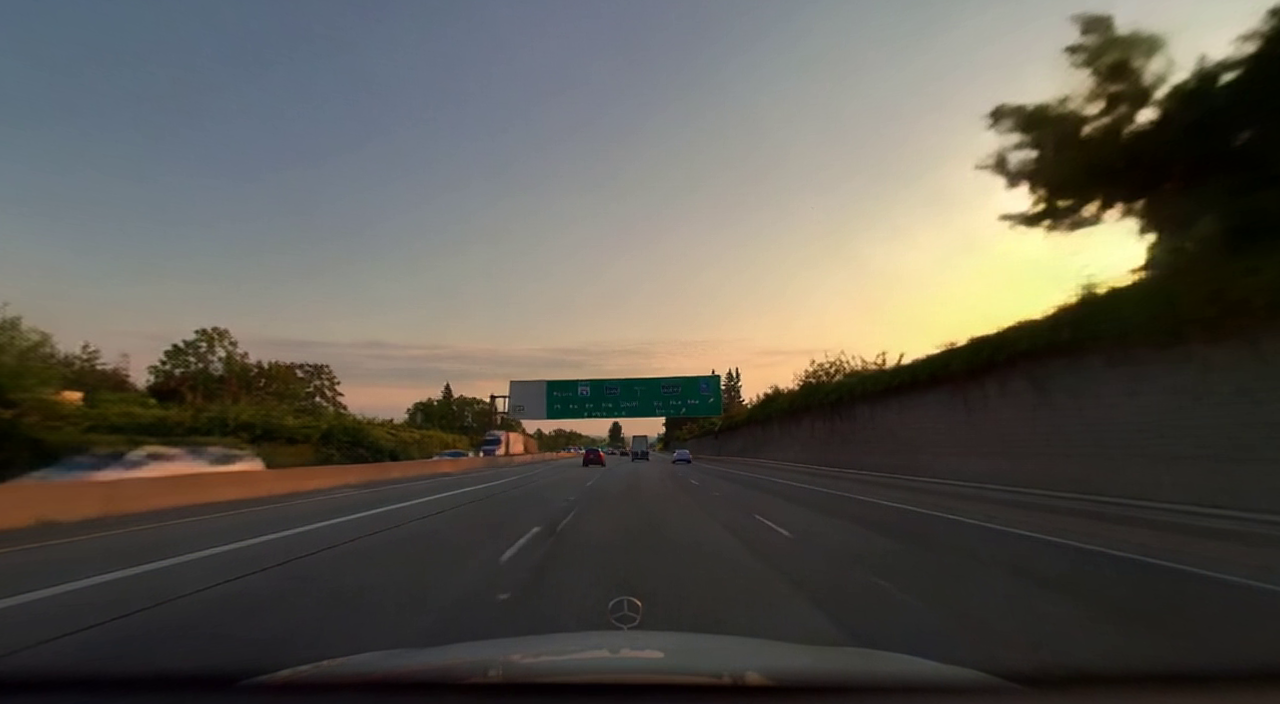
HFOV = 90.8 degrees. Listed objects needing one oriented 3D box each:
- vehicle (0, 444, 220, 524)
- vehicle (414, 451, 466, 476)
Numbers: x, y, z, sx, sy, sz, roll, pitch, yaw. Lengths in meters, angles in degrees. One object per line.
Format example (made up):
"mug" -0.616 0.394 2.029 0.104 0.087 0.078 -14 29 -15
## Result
"vehicle" -12.063 2.874 14.363 2.010 1.524 4.377 0 -9 0
"vehicle" -12.245 6.828 38.888 1.781 1.426 4.265 0 -9 1
